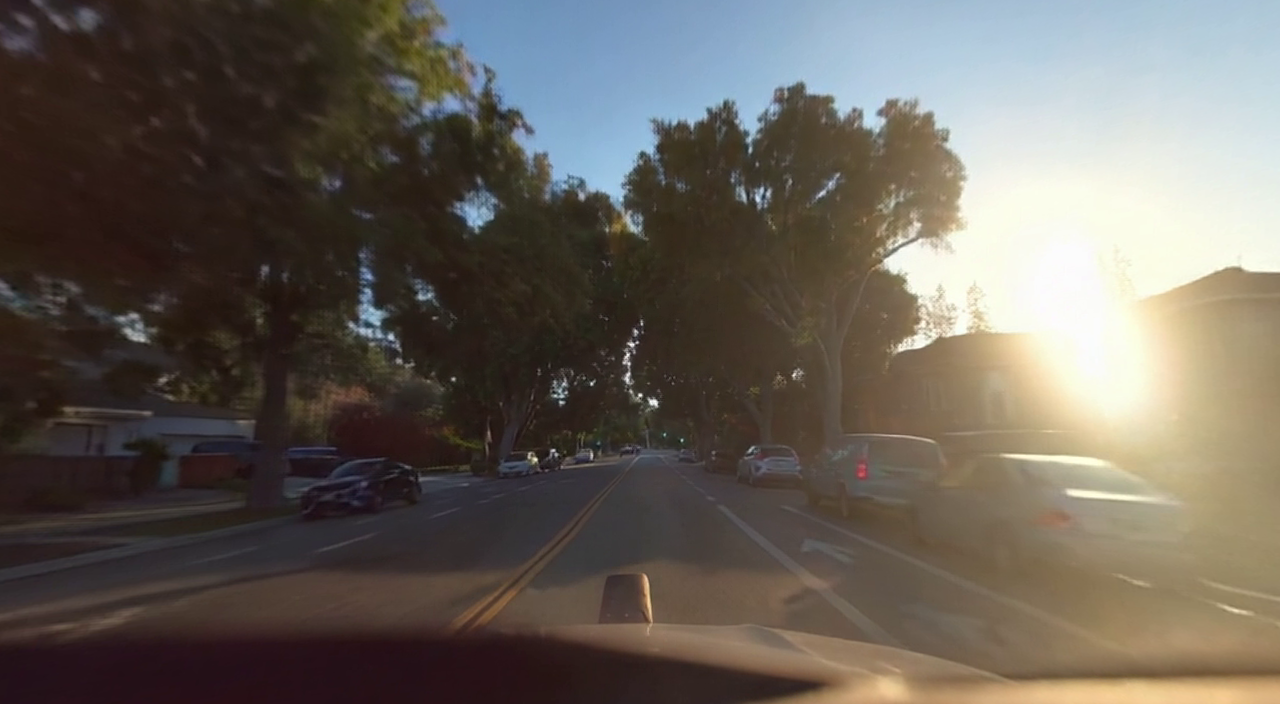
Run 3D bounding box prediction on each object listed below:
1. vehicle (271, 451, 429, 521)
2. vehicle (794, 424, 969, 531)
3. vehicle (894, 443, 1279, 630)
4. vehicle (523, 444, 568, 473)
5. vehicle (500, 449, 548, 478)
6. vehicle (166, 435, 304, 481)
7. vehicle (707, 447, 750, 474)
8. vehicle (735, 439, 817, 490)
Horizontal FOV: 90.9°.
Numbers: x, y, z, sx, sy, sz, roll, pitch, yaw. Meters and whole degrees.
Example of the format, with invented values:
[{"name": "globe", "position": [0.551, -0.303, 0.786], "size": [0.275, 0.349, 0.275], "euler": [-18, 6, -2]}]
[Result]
[{"name": "vehicle", "position": [-7.211, 3.348, 16.314], "size": [1.903, 1.463, 4.526], "euler": [-1, -8, 1]}, {"name": "vehicle", "position": [4.741, 2.504, 13.241], "size": [2.089, 1.831, 4.492], "euler": [-1, -8, 3]}, {"name": "vehicle", "position": [4.699, 1.788, 7.248], "size": [1.704, 1.445, 4.492], "euler": [0, -8, 0]}, {"name": "vehicle", "position": [-6.504, 7.401, 44.018], "size": [2.218, 1.807, 5.032], "euler": [-2, -8, 2]}, {"name": "vehicle", "position": [-6.932, 6.709, 38.180], "size": [1.971, 1.479, 4.307], "euler": [-1, -8, 2]}, {"name": "vehicle", "position": [-18.071, 4.704, 28.235], "size": [4.886, 1.936, 2.108], "euler": [-1, -8, 8]}, {"name": "vehicle", "position": [5.155, 6.395, 37.386], "size": [2.048, 1.469, 4.673], "euler": [0, -8, 2]}, {"name": "vehicle", "position": [5.042, 4.237, 24.117], "size": [2.137, 1.747, 4.797], "euler": [0, -8, 1]}]
